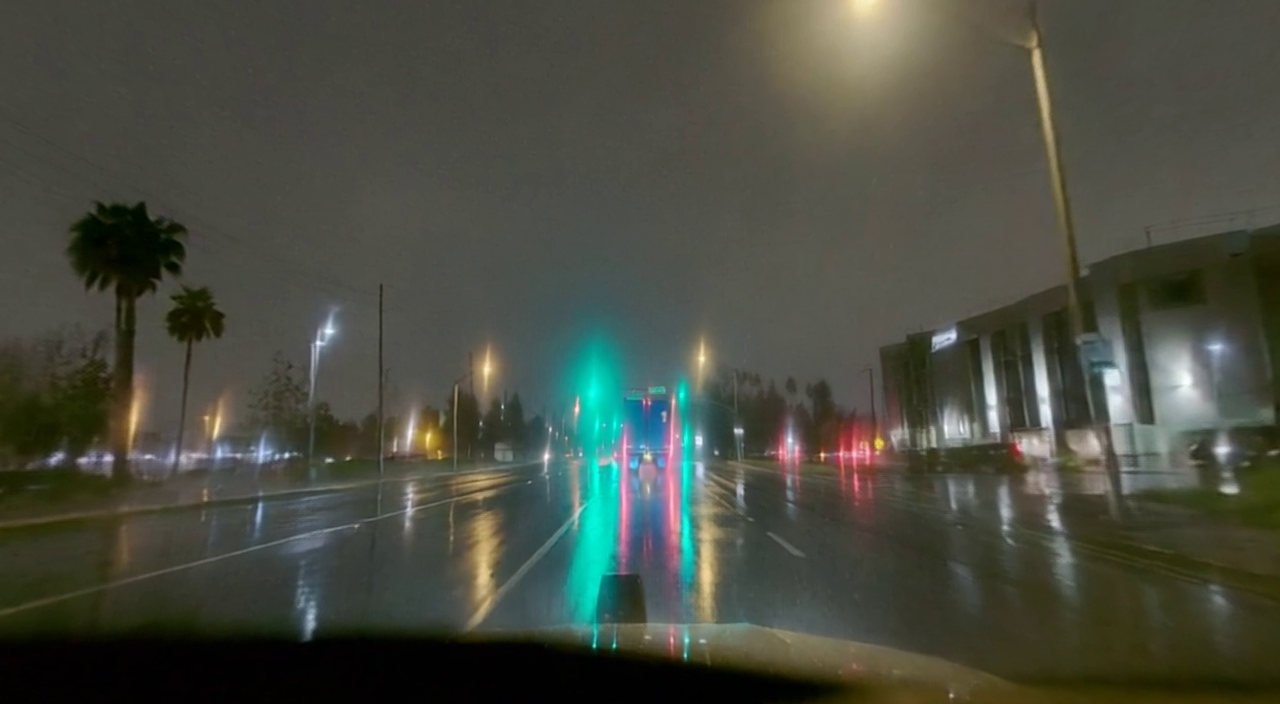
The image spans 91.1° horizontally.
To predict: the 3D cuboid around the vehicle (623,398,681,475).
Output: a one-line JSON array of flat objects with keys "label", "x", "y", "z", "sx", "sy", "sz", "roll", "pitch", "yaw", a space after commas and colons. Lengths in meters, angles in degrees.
[{"label": "vehicle", "x": 0.483, "y": 5.259, "z": 38.472, "sx": 2.992, "sy": 3.949, "sz": 11.815, "roll": 0, "pitch": -9, "yaw": -1}]
